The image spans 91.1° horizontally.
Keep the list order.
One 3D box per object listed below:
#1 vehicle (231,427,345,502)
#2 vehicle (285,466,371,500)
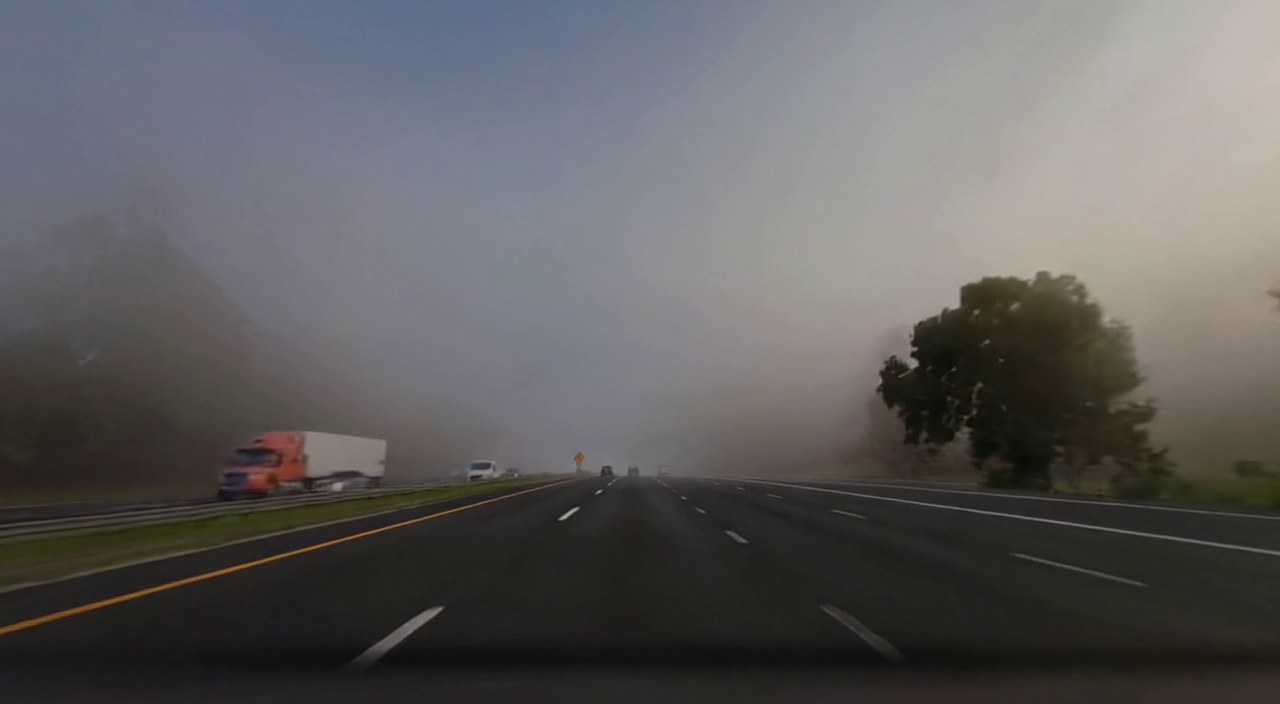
[{"bbox_3d":[-20.657,6.705,37.399,2.993,4.003,6.139,1,-10,-1],"label":"vehicle"},{"bbox_3d":[-16.213,6.812,32.939,2.087,1.602,4.557,1,-10,0],"label":"vehicle"}]
